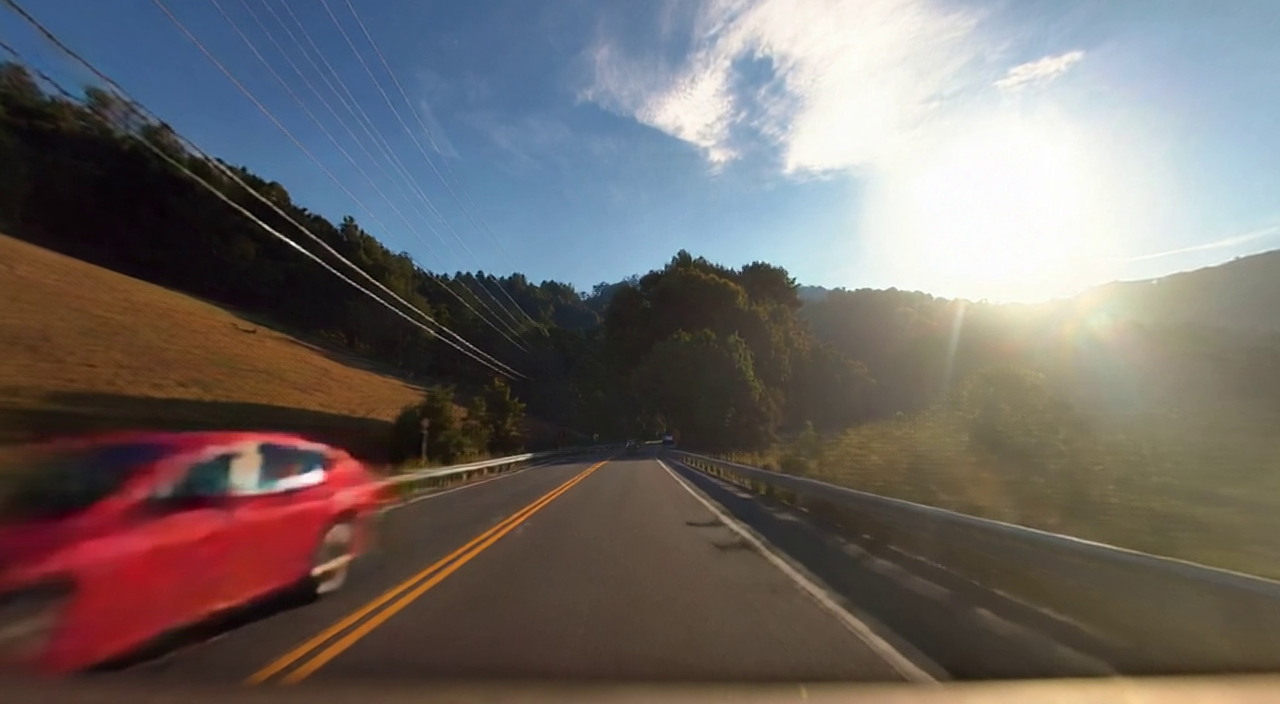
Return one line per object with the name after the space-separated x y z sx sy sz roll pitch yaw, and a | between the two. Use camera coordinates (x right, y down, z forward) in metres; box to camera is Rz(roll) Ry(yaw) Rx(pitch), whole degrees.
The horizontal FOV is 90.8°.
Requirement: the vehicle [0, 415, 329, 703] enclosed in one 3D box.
-3.598 1.063 2.887 2.083 1.486 4.446 0 -9 0 | vehicle
